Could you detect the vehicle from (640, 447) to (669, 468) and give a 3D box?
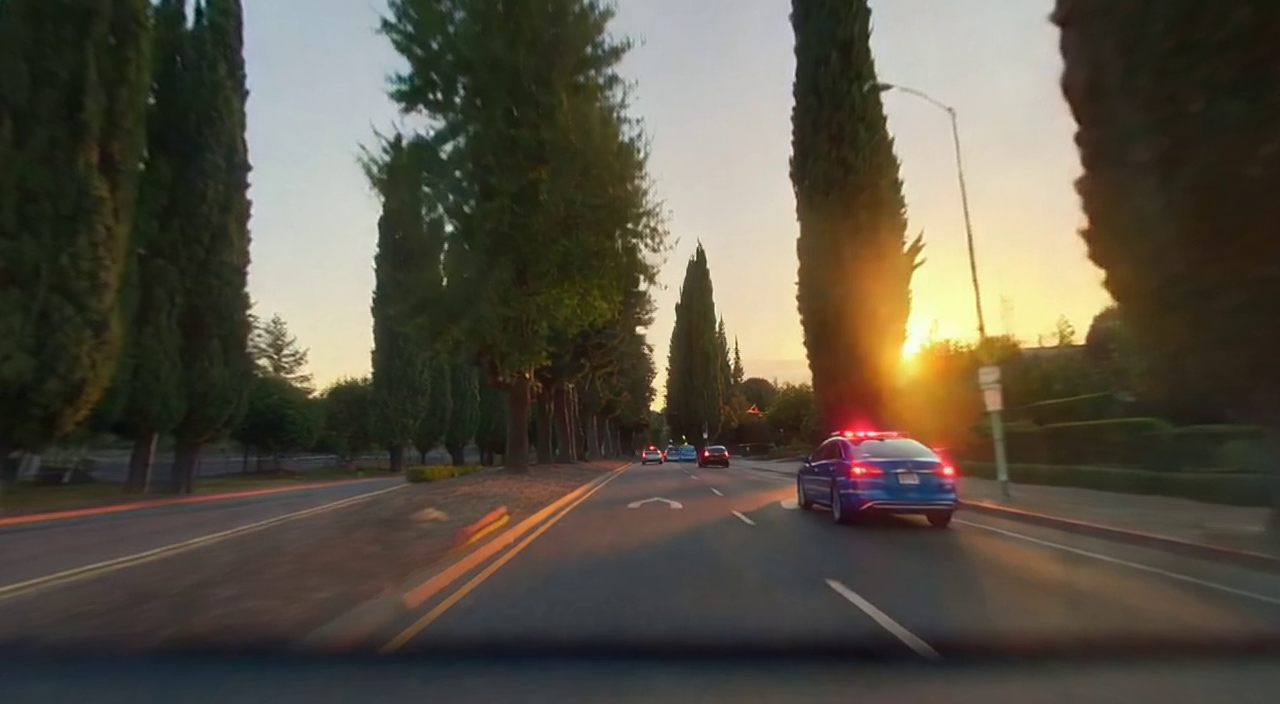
[{"bbox_3d":[1.043,7.751,46.454,2.026,1.466,4.282,0,-8,1],"label":"vehicle"}]

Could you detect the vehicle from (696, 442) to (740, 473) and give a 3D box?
[{"bbox_3d":[4.561,6.224,37.405,2.110,1.666,3.912,0,-8,0],"label":"vehicle"}]

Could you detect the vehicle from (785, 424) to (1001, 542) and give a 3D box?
[{"bbox_3d":[4.038,2.145,10.983,2.052,1.639,4.123,0,-8,0],"label":"vehicle"}]
